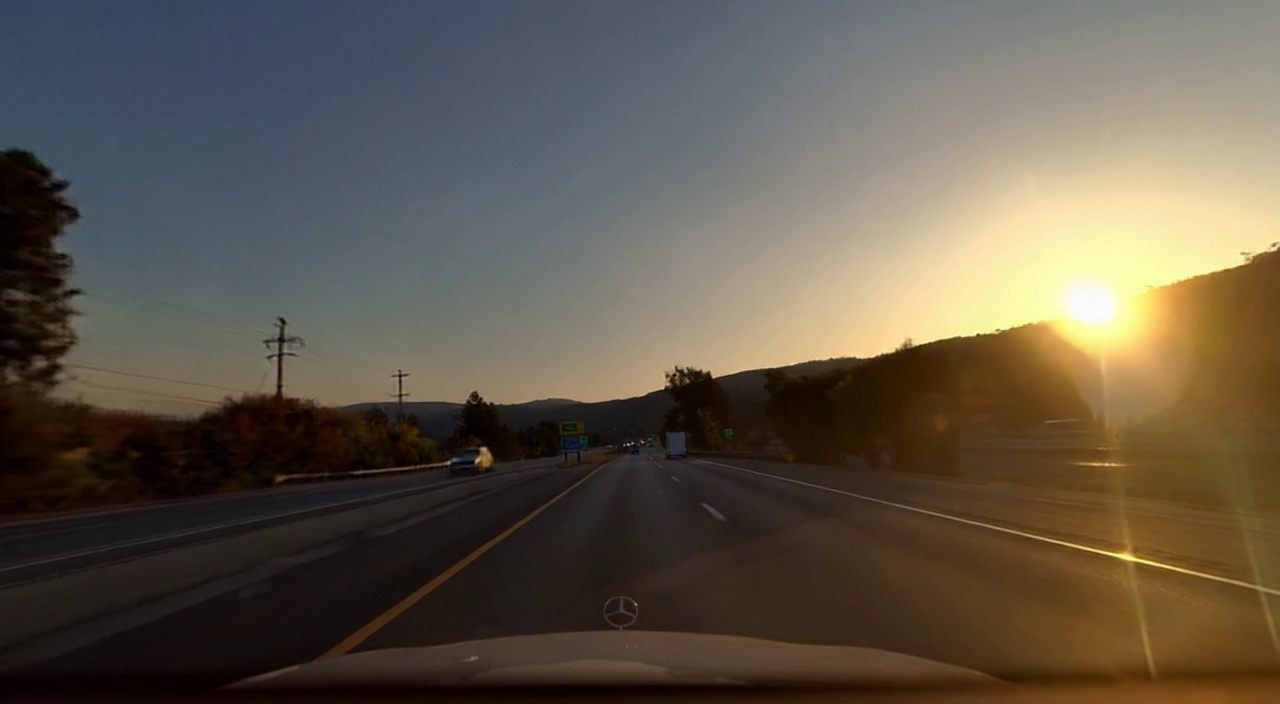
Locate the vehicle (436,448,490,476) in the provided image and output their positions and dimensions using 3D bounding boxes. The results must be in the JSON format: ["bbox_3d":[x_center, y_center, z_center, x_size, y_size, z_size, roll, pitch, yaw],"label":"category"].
[{"bbox_3d":[-10.496,6.547,37.644,1.988,1.522,4.582,0,-9,-1],"label":"vehicle"}]
